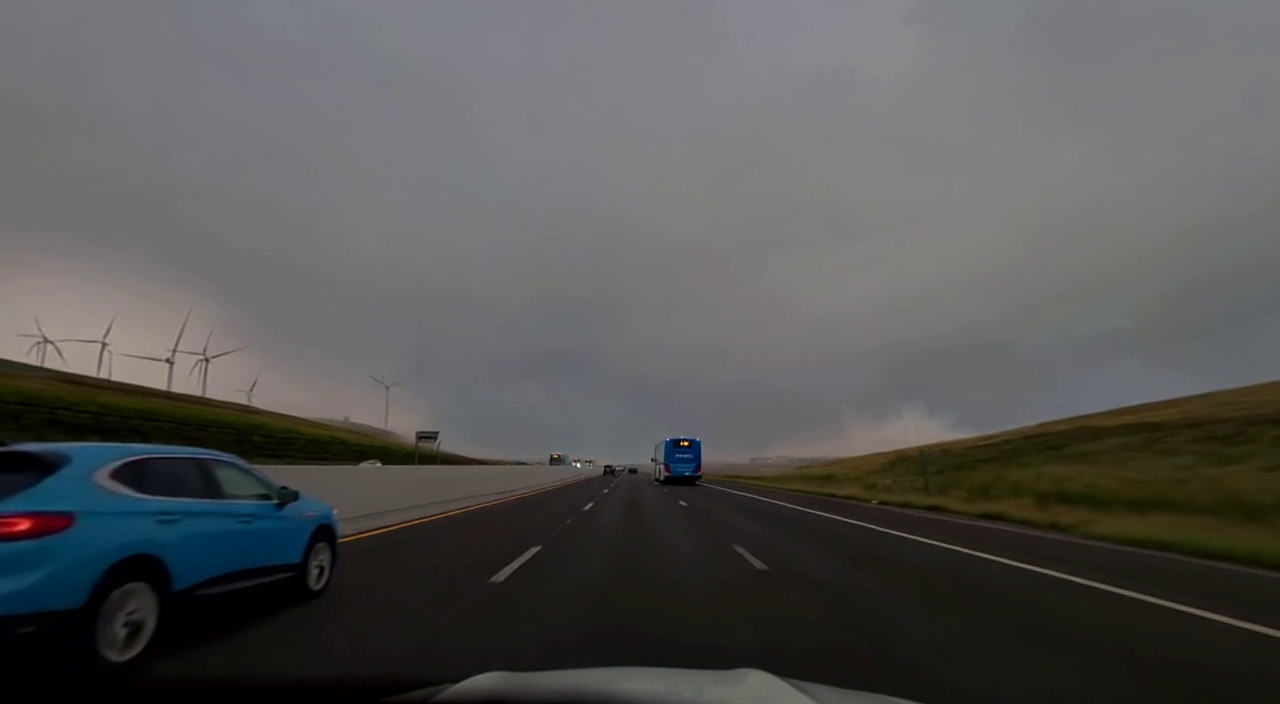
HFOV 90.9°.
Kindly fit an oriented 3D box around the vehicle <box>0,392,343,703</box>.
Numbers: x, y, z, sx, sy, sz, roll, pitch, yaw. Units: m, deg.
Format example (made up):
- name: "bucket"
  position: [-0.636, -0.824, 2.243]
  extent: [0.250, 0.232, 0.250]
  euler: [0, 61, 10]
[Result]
- name: "vehicle"
  position: [-4.024, 1.171, 3.956]
  extent: [2.213, 1.568, 4.274]
  euler: [1, -10, 0]
